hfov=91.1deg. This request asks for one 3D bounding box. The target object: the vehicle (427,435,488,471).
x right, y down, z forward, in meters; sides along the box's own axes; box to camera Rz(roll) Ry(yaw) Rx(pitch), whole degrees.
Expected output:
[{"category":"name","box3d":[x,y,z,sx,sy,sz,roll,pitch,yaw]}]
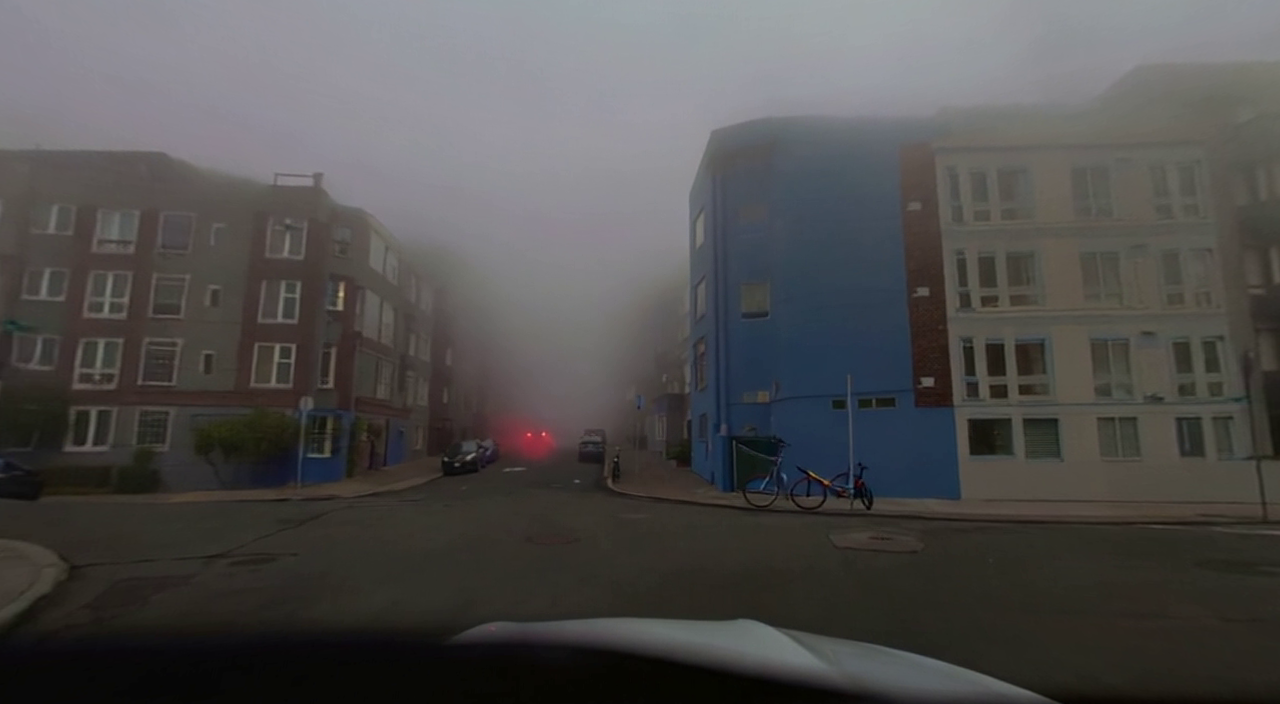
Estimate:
[{"category":"vehicle","box3d":[-7.910,4.392,27.603,1.897,1.431,3.741,1,-8,-6]}]

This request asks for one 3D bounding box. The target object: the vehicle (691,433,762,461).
[{"category":"vehicle","box3d":[4.525,4.974,33.092,3.404,1.431,1.641,1,-8,-7]}]

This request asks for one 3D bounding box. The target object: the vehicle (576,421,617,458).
[{"category":"vehicle","box3d":[-2.646,5.191,37.359,2.072,2.074,4.358,1,-8,-9]}]
